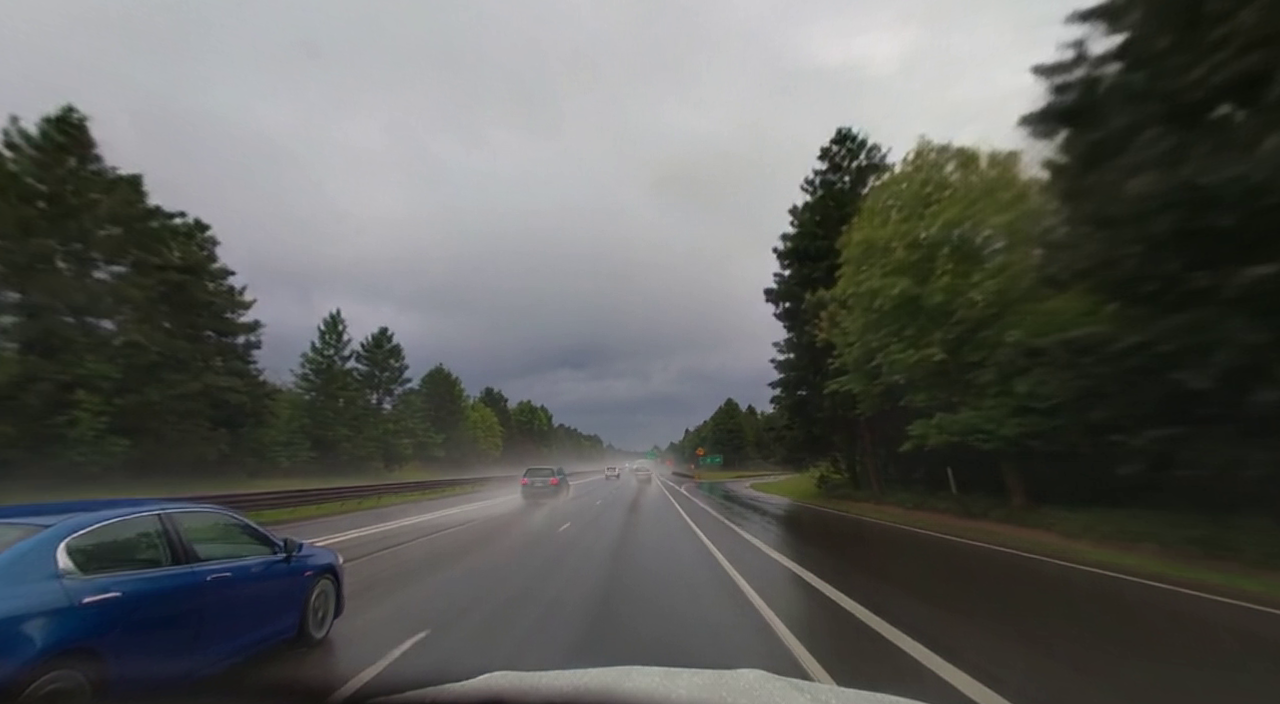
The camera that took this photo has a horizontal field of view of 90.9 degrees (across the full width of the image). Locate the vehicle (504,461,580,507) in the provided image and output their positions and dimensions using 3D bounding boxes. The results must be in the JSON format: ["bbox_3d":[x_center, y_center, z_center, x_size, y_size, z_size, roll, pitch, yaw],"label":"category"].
[{"bbox_3d":[-3.533,4.874,23.540,2.047,1.523,4.279,1,-10,1],"label":"vehicle"}]

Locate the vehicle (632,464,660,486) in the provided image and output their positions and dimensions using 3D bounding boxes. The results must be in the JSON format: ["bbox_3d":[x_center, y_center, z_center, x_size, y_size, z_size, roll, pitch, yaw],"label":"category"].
[{"bbox_3d":[0.485,9.623,49.252,2.065,1.596,3.869,1,-10,1],"label":"vehicle"}]
